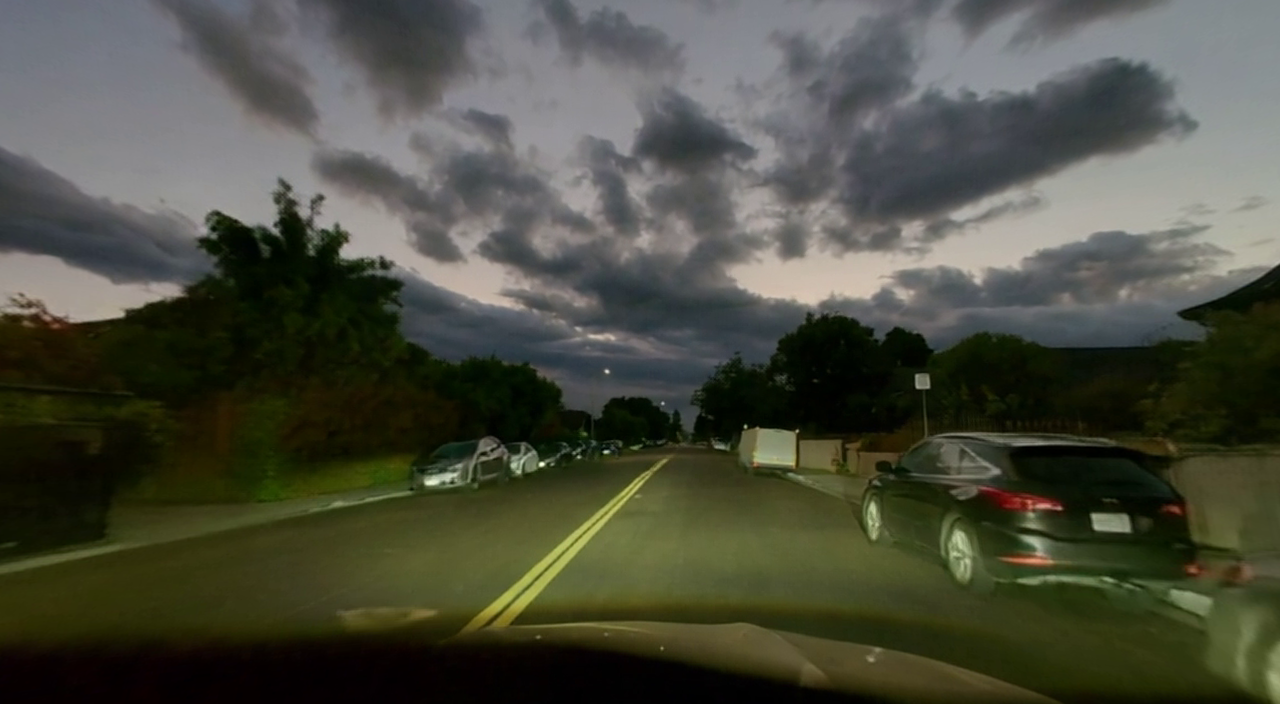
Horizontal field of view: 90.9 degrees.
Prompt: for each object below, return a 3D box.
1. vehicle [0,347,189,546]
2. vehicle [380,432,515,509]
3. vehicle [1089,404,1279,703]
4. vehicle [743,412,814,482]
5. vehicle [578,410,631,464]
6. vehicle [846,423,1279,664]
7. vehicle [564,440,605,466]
[{"bbox_3d":[-9.851,1.290,8.846,5.210,2.370,2.336,0,-8,2],"label":"vehicle"},{"bbox_3d":[-4.915,3.033,16.836,1.901,1.472,4.676,-4,-5,3],"label":"vehicle"},{"bbox_3d":[3.358,0.768,1.112,1.969,1.478,4.632,-1,-8,4],"label":"vehicle"},{"bbox_3d":[5.473,3.813,25.558,2.215,2.542,4.550,-1,-8,6],"label":"vehicle"},{"bbox_3d":[-2.468,6.318,47.006,2.896,3.648,8.004,-1,-8,5],"label":"vehicle"},{"bbox_3d":[3.611,1.509,6.337,1.916,1.484,4.638,-1,-8,6],"label":"vehicle"},{"bbox_3d":[-3.304,6.098,38.233,1.921,1.470,4.068,-1,-8,3],"label":"vehicle"}]
